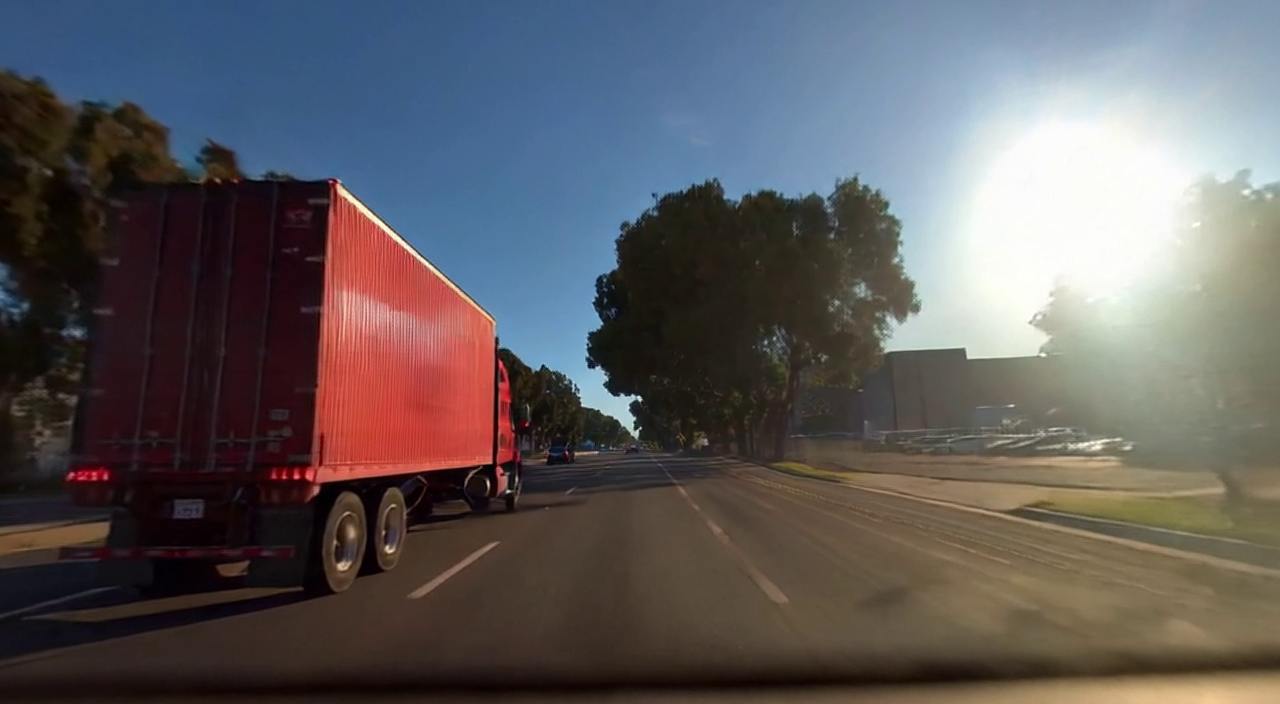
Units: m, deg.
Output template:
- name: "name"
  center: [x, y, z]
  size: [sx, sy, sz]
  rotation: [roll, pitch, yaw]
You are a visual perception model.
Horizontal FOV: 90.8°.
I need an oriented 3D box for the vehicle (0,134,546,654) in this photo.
- name: "vehicle"
  center: [-3.404, 0.799, 8.315]
  size: [2.910, 3.419, 8.376]
  rotation: [0, -8, 1]
